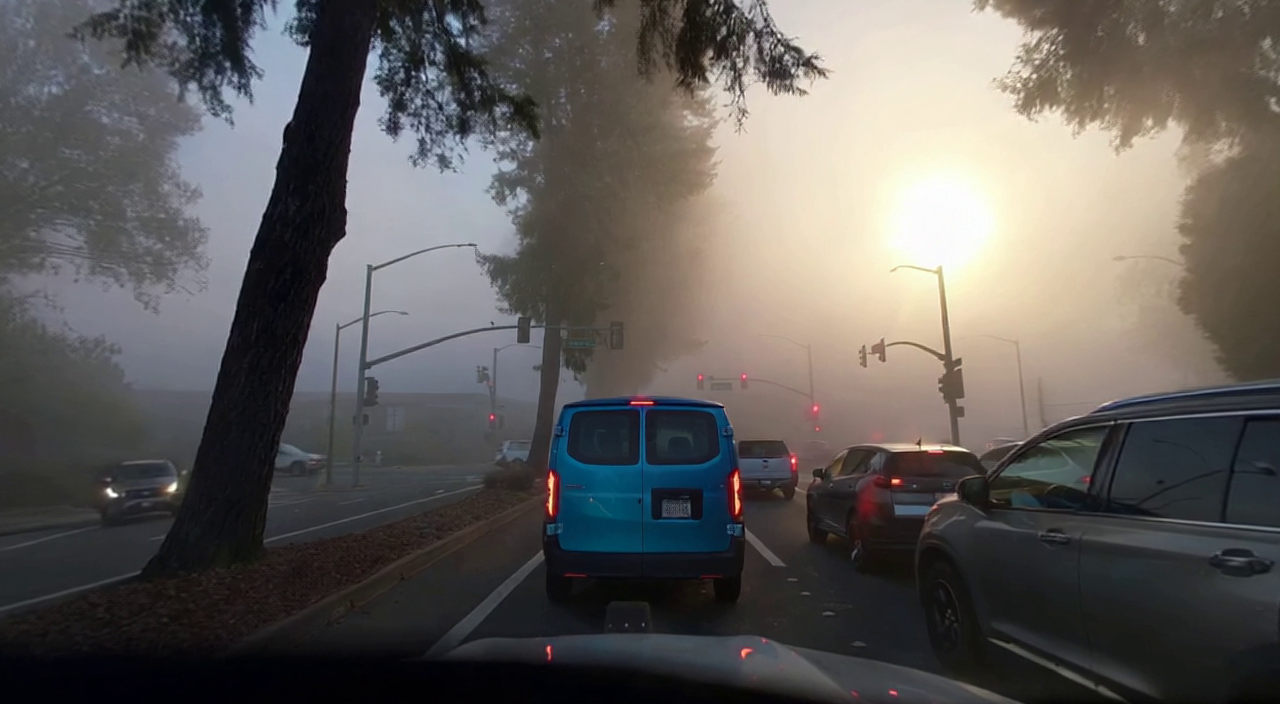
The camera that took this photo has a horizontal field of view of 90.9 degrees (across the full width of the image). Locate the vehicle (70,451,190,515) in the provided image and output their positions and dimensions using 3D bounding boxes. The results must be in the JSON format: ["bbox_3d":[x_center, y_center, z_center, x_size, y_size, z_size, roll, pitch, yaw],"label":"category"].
[{"bbox_3d":[-15.374,3.811,18.908,4.654,1.488,2.023,-8,-6,41],"label":"vehicle"}]

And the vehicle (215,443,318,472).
[{"bbox_3d":[-20.952,5.920,35.514,4.498,1.547,1.886,1,-8,-7],"label":"vehicle"}]

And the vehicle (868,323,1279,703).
[{"bbox_3d":[2.897,0.951,3.173,1.971,1.663,4.287,0,-8,2],"label":"vehicle"}]

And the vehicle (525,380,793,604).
[{"bbox_3d":[0.174,1.467,7.432,2.185,1.822,4.391,0,-8,1],"label":"vehicle"}]
